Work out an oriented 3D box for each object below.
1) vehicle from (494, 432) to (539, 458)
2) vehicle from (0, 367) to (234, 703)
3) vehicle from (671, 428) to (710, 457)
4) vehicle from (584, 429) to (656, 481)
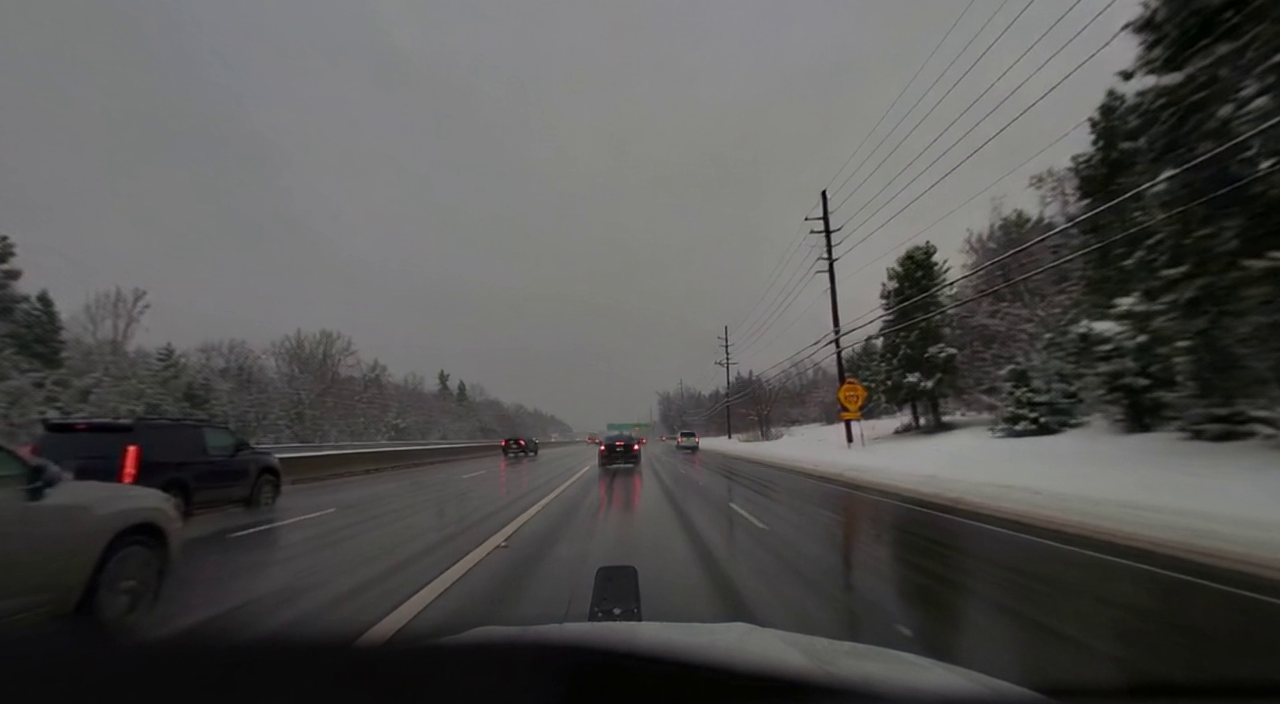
[{"bbox_3d":[-7.705,5.812,39.582,1.992,1.494,4.133,0,-8,0],"label":"vehicle"},{"bbox_3d":[-3.830,0.778,2.117,1.901,1.601,4.610,0,-8,-1],"label":"vehicle"},{"bbox_3d":[3.100,5.660,39.431,1.950,1.695,4.446,0,-8,-2],"label":"vehicle"},{"bbox_3d":[-0.615,3.206,20.027,2.086,1.488,3.440,0,-8,-1],"label":"vehicle"}]
